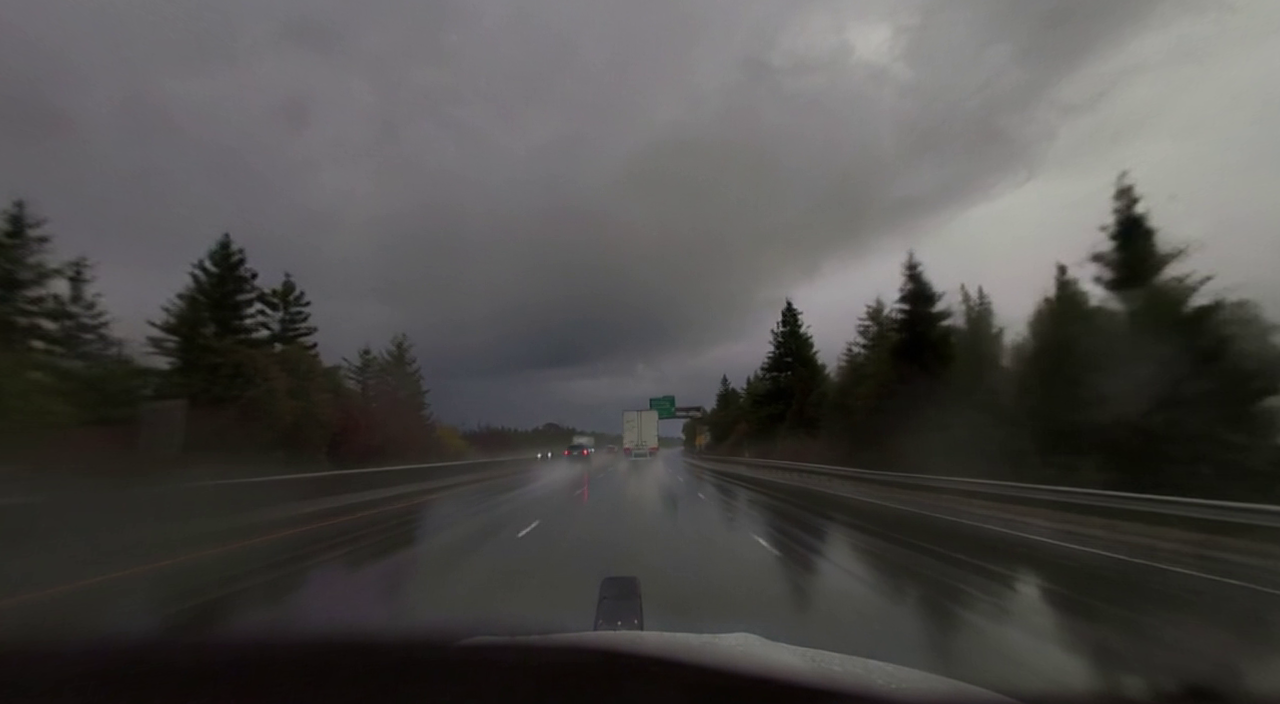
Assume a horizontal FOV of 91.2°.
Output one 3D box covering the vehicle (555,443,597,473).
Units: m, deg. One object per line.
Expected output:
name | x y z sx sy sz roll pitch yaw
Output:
vehicle | -3.762 6.329 37.572 2.112 1.645 4.129 0 -9 -1
